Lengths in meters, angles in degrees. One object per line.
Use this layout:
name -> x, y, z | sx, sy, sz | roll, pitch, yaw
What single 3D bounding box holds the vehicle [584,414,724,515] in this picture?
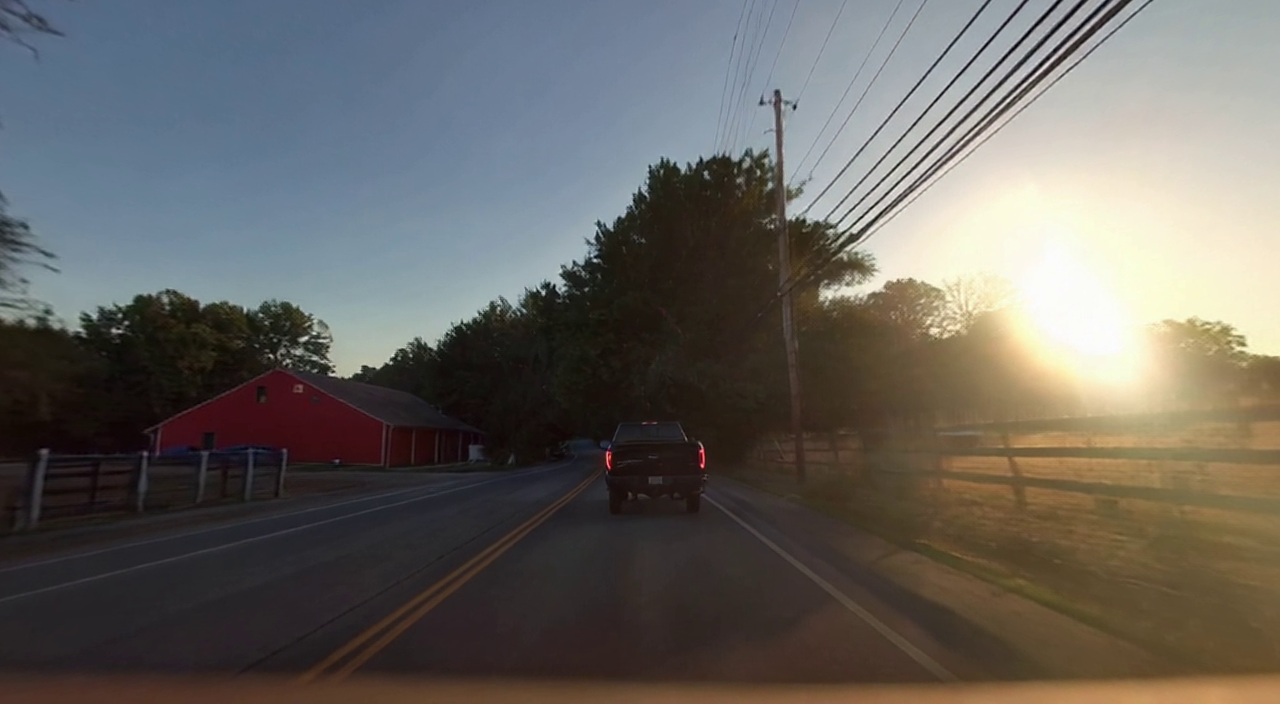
vehicle -> 0.230, 2.660, 15.479 | 2.693, 1.941, 6.356 | 0, -9, -1
